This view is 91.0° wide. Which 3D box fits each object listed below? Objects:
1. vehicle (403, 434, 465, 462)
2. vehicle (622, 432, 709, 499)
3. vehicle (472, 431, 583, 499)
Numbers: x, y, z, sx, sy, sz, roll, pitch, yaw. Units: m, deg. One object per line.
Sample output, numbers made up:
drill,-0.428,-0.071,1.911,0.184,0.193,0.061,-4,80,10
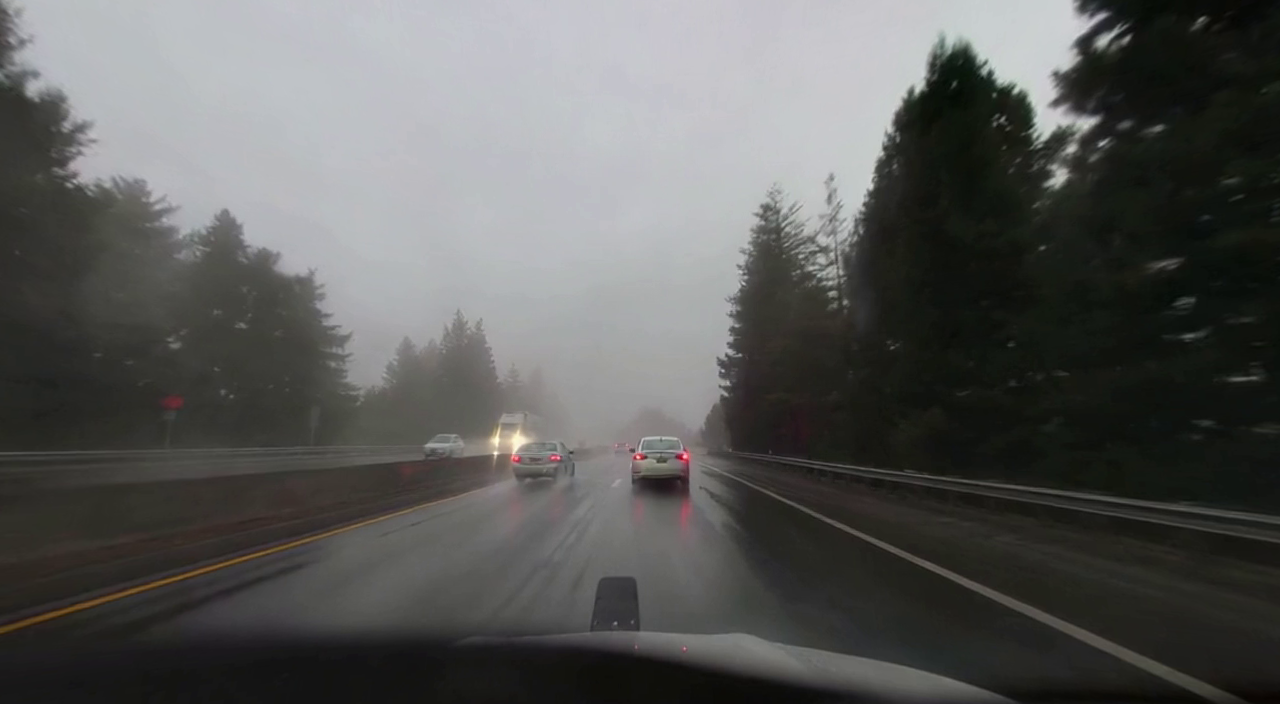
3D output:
vehicle,-12.040,5.639,37.113,2.079,1.509,4.441,-1,-8,1
vehicle,0.604,3.053,17.453,2.055,1.566,5.046,-1,-8,0
vehicle,-2.841,2.971,16.966,2.178,1.559,4.254,-1,-8,0
